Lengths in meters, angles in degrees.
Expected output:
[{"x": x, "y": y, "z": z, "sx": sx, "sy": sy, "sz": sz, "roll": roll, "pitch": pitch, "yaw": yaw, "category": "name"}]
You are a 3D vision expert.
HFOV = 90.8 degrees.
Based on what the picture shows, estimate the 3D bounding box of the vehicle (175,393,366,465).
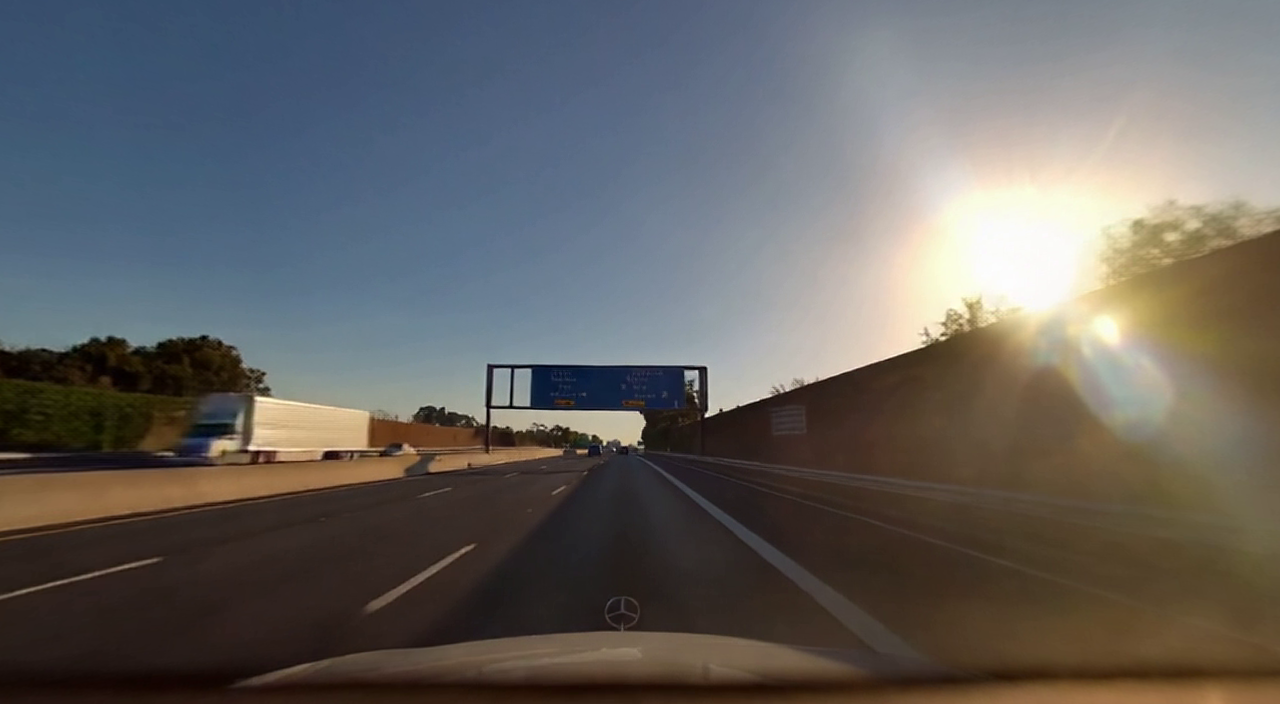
[{"x": -24.562, "y": 5.699, "z": 44.417, "sx": 2.765, "sy": 3.968, "sz": 18.709, "roll": 0, "pitch": -9, "yaw": -2, "category": "vehicle"}]
